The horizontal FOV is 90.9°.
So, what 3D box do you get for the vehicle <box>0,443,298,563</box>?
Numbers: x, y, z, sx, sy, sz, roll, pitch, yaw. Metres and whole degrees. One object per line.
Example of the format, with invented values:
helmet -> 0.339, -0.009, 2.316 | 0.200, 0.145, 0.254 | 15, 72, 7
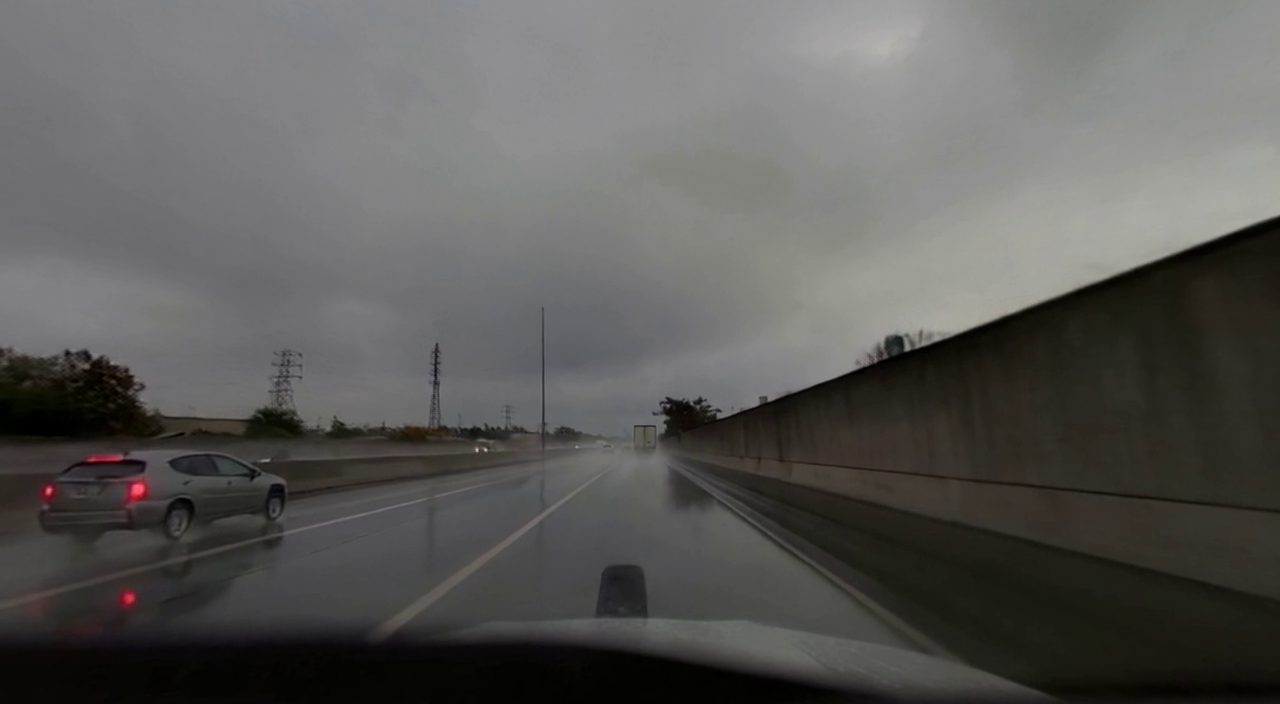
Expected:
vehicle -> -7.778, 2.206, 10.136 | 1.979, 1.470, 4.485 | 0, -8, 1
